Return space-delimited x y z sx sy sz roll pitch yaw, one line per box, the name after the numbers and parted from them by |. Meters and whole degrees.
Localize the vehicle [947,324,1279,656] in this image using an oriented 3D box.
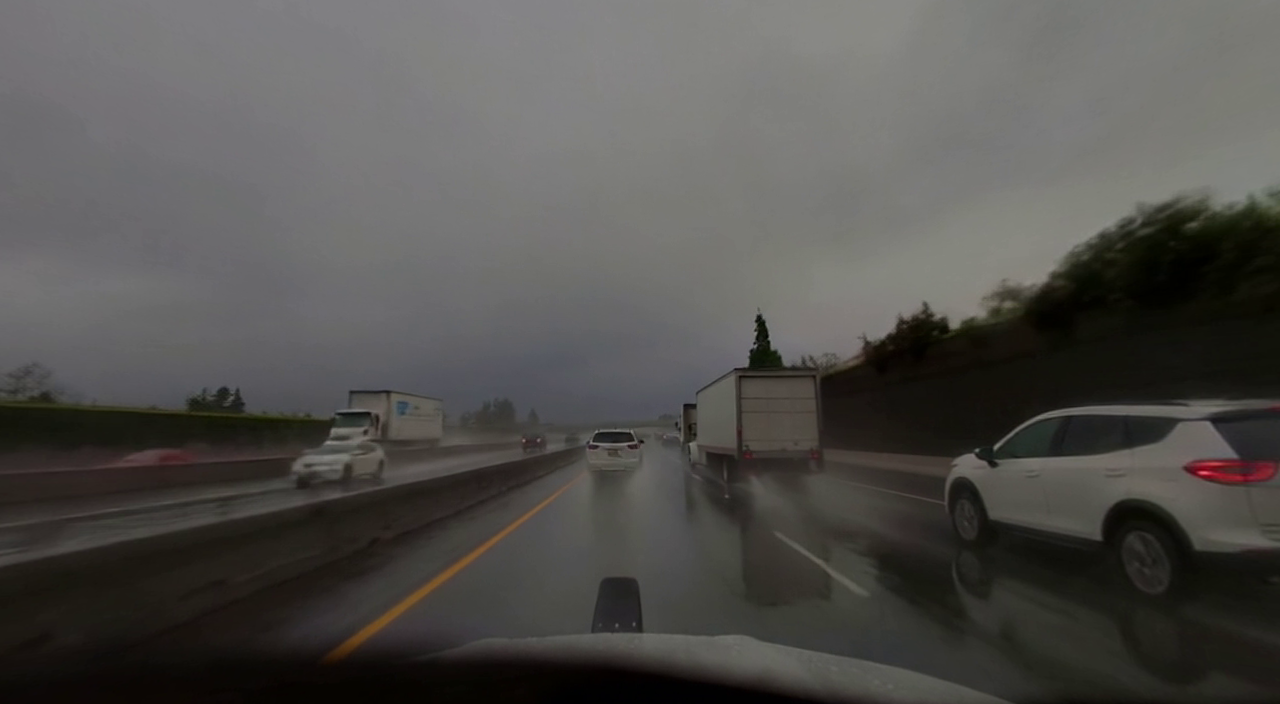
4.670 1.028 5.405 2.011 1.905 3.905 0 -8 -1 | vehicle

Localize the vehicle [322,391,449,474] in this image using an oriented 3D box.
-13.771 4.506 35.405 2.904 3.961 10.187 0 -8 0 | vehicle

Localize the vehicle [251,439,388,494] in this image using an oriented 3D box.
-9.878 3.515 19.922 1.848 1.489 4.624 0 -8 1 | vehicle

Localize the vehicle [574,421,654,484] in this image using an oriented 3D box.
-0.685 2.889 18.473 2.082 1.638 4.055 0 -7 0 | vehicle

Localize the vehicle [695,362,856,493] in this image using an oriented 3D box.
3.503 2.281 18.837 2.723 3.027 8.478 0 -7 -1 | vehicle
